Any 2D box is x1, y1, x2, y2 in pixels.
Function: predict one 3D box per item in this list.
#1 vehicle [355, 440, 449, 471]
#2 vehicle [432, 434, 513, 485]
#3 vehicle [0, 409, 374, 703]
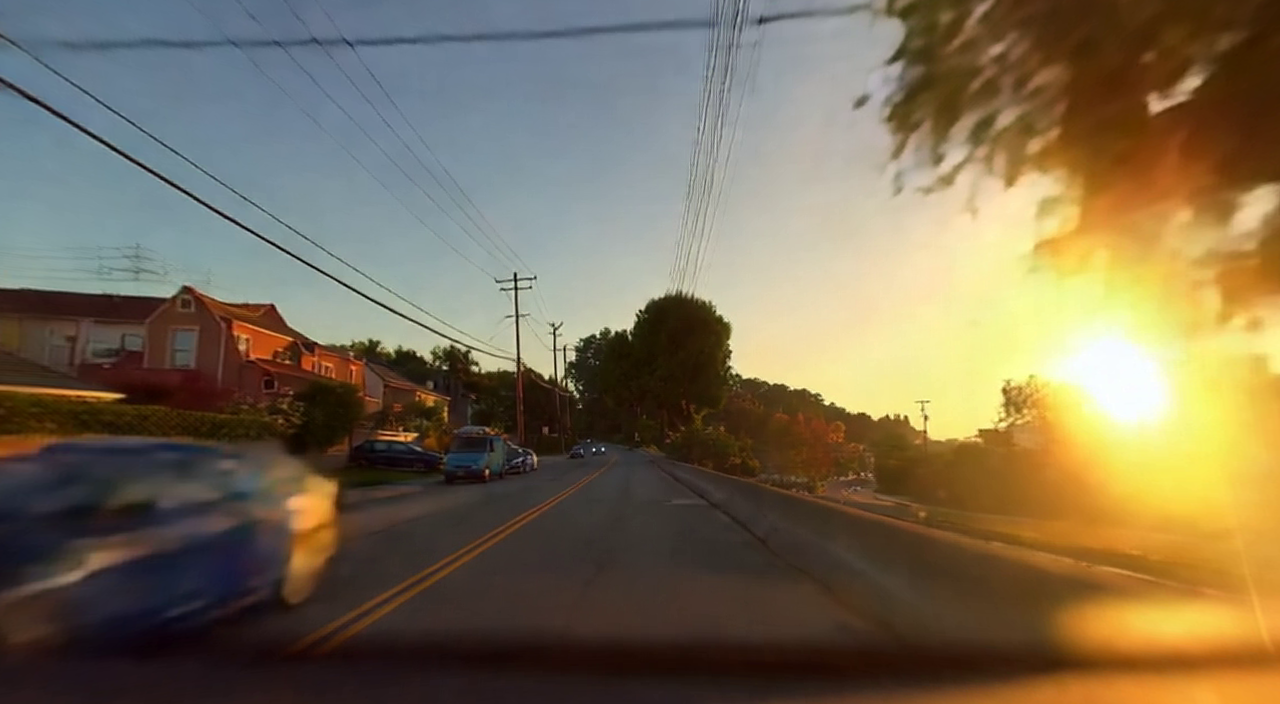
[{"bbox_3d":[-12.789,5.590,34.157,4.334,1.590,2.006,2,-9,-8],"label":"vehicle"},{"bbox_3d":[-7.642,4.963,29.509,2.335,2.136,5.328,0,-9,-1],"label":"vehicle"},{"bbox_3d":[-3.808,1.322,4.883,1.796,1.516,3.871,0,-9,0],"label":"vehicle"}]
